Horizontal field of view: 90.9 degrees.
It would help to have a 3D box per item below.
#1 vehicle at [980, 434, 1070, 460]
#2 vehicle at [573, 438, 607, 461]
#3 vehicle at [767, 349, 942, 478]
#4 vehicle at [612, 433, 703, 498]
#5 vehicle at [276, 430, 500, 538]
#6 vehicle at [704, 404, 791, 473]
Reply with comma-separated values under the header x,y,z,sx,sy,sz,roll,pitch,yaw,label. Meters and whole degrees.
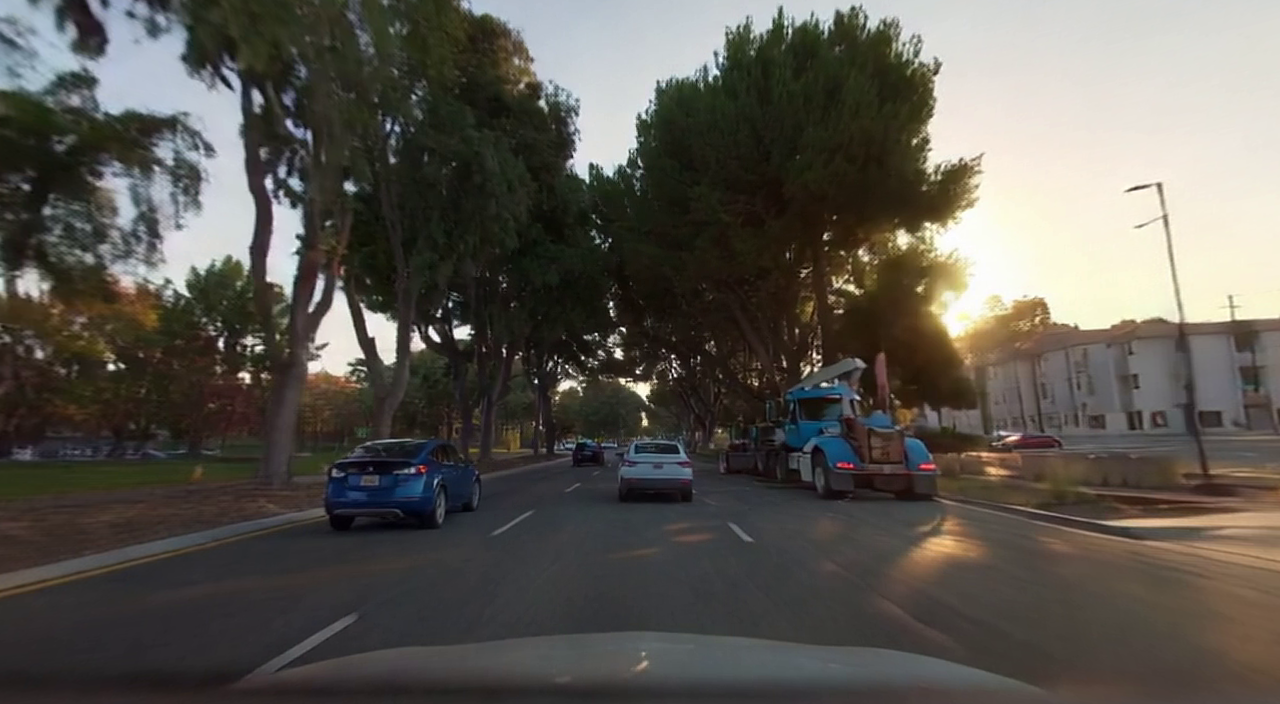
x,y,z,sx,sy,sz,roll,pitch,yaw,label
25.152,6.226,41.402,1.955,1.599,4.618,4,-9,-26,vehicle
-3.666,7.275,47.076,2.062,1.641,4.193,0,-8,2,vehicle
5.685,1.873,17.950,2.736,3.078,5.825,0,-8,-1,vehicle
0.389,2.911,16.495,2.086,1.466,4.026,0,-8,0,vehicle
-4.114,2.225,11.384,2.003,1.507,4.808,0,-8,1,vehicle
5.529,4.717,34.387,3.089,3.258,8.841,-1,-8,-1,vehicle
